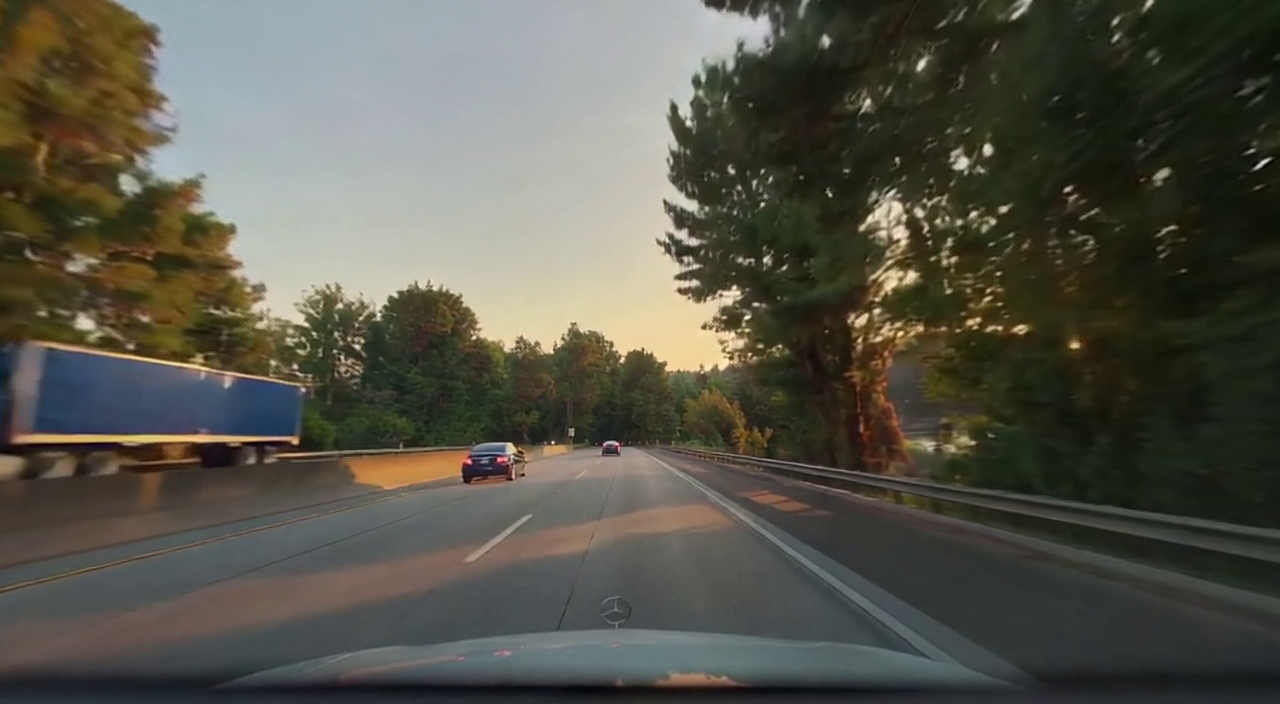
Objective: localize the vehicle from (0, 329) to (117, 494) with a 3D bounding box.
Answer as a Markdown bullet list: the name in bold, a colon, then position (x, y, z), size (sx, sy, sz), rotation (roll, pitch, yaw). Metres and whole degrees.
- **vehicle**: position (-17.057, 1.488, 15.518), size (3.020, 3.957, 5.954), rotation (0, -8, -1)

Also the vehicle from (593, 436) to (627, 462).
- **vehicle**: position (-2.012, 6.696, 43.622), size (2.159, 1.670, 4.395), rotation (0, -8, -1)

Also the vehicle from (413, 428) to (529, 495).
- **vehicle**: position (-4.626, 3.056, 18.009), size (2.111, 1.645, 4.382), rotation (0, -8, 0)

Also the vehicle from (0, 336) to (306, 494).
- **vehicle**: position (-17.206, 2.544, 22.930), size (2.887, 4.067, 13.460), rotation (0, -8, -1)
